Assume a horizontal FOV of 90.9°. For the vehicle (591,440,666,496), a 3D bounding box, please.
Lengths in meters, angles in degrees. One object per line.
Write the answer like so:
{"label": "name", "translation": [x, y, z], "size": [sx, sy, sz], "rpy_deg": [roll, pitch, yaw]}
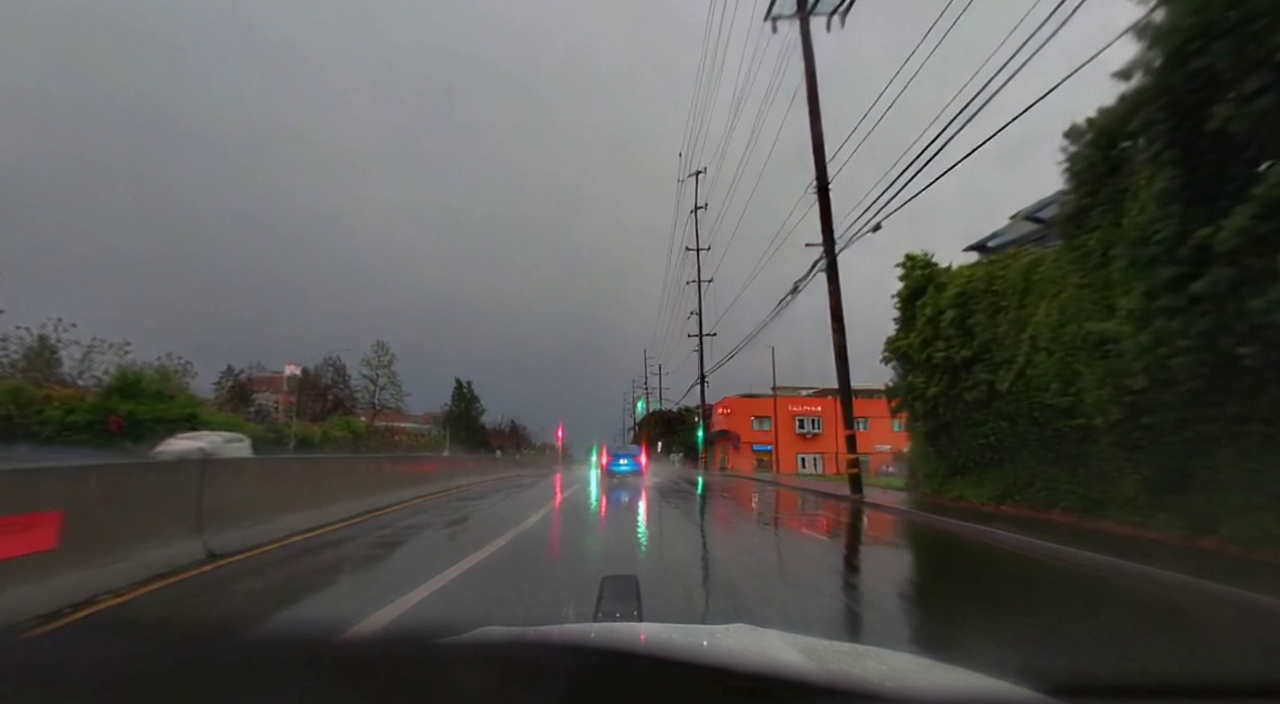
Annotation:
{"label": "vehicle", "translation": [-0.392, 3.563, 19.843], "size": [2.123, 1.566, 3.662], "rpy_deg": [0, -8, -2]}
